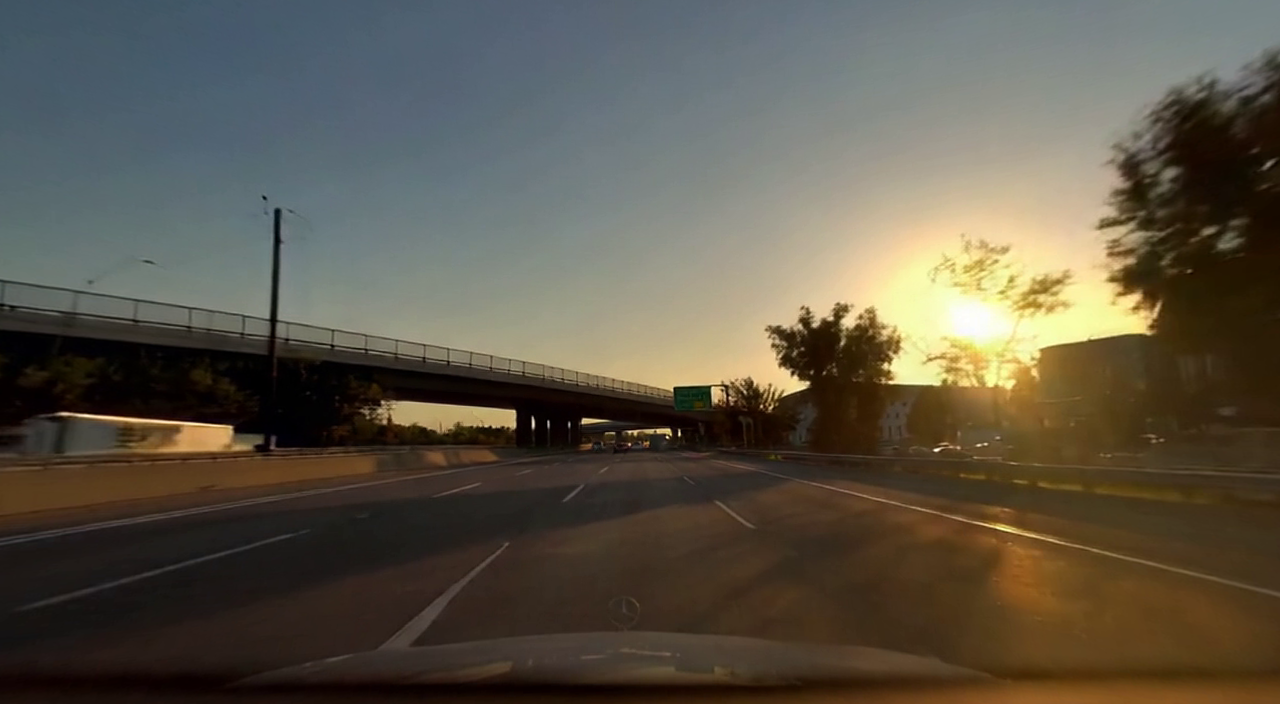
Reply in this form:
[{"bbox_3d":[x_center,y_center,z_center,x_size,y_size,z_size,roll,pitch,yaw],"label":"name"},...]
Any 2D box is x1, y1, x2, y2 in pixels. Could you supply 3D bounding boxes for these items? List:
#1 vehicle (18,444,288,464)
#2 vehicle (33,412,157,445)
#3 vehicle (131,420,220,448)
[{"bbox_3d":[-28.563,6.255,39.720,2.698,0.740,19.161,0,-8,-1],"label":"vehicle"},{"bbox_3d":[-28.342,4.066,33.107,1.992,1.615,4.988,0,-8,1],"label":"vehicle"},{"bbox_3d":[-28.511,5.074,39.006,1.903,1.592,4.748,0,-8,0],"label":"vehicle"}]
